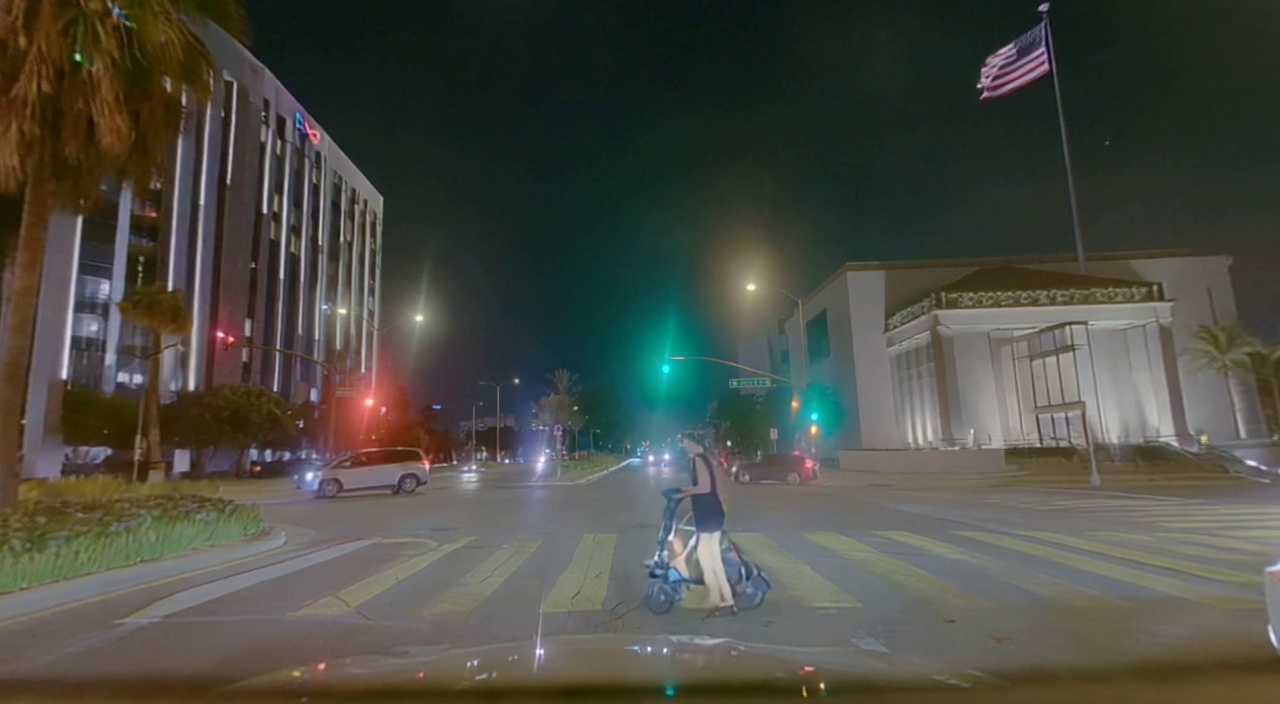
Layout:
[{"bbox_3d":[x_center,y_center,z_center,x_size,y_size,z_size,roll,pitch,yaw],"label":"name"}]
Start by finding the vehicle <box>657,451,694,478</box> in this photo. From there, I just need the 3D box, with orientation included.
[{"bbox_3d":[2.530,8.252,46.663,2.325,1.810,4.827,0,-8,-2],"label":"vehicle"}]

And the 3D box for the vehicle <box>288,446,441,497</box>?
[{"bbox_3d":[-9.200,4.005,21.535,4.499,1.594,1.898,2,-9,-15],"label":"vehicle"}]

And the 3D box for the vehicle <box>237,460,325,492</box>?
[{"bbox_3d":[-19.954,6.864,35.397,2.069,1.540,4.774,0,-8,0],"label":"vehicle"}]

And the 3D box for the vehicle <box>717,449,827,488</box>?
[{"bbox_3d":[5.762,5.066,27.864,4.273,1.525,2.000,-8,-12,43],"label":"vehicle"}]
